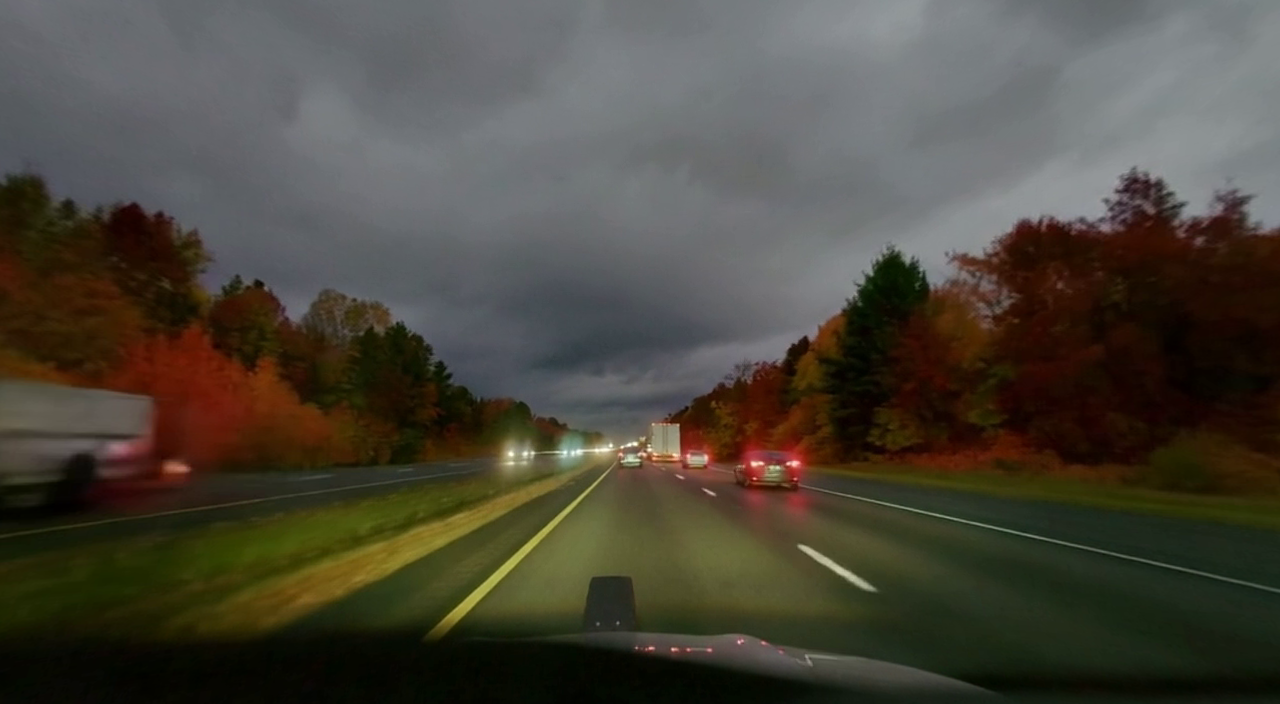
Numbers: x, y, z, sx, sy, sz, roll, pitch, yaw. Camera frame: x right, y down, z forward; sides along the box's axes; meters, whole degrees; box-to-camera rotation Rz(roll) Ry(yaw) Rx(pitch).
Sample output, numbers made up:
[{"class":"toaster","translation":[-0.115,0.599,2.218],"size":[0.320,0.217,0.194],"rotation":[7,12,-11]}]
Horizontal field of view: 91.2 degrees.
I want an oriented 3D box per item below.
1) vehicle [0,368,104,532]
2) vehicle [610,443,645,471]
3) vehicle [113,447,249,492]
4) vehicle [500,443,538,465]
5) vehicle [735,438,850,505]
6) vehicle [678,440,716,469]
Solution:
[{"class":"vehicle","translation":[-8.759,0.987,6.212],"size":[2.244,1.935,5.210],"rotation":[0,-9,0]},{"class":"vehicle","translation":[-0.828,6.757,40.647],"size":[2.151,1.693,4.201],"rotation":[0,-9,-1]},{"class":"vehicle","translation":[-13.205,3.367,18.265],"size":[1.642,1.108,3.052],"rotation":[-2,-8,0]},{"class":"vehicle","translation":[-8.852,7.499,46.312],"size":[1.918,1.511,4.549],"rotation":[0,-9,0]},{"class":"vehicle","translation":[3.810,3.057,16.423],"size":[1.968,1.513,3.911],"rotation":[0,-9,0]},{"class":"vehicle","translation":[3.652,6.687,40.941],"size":[1.982,1.745,4.151],"rotation":[0,-9,-1]}]
